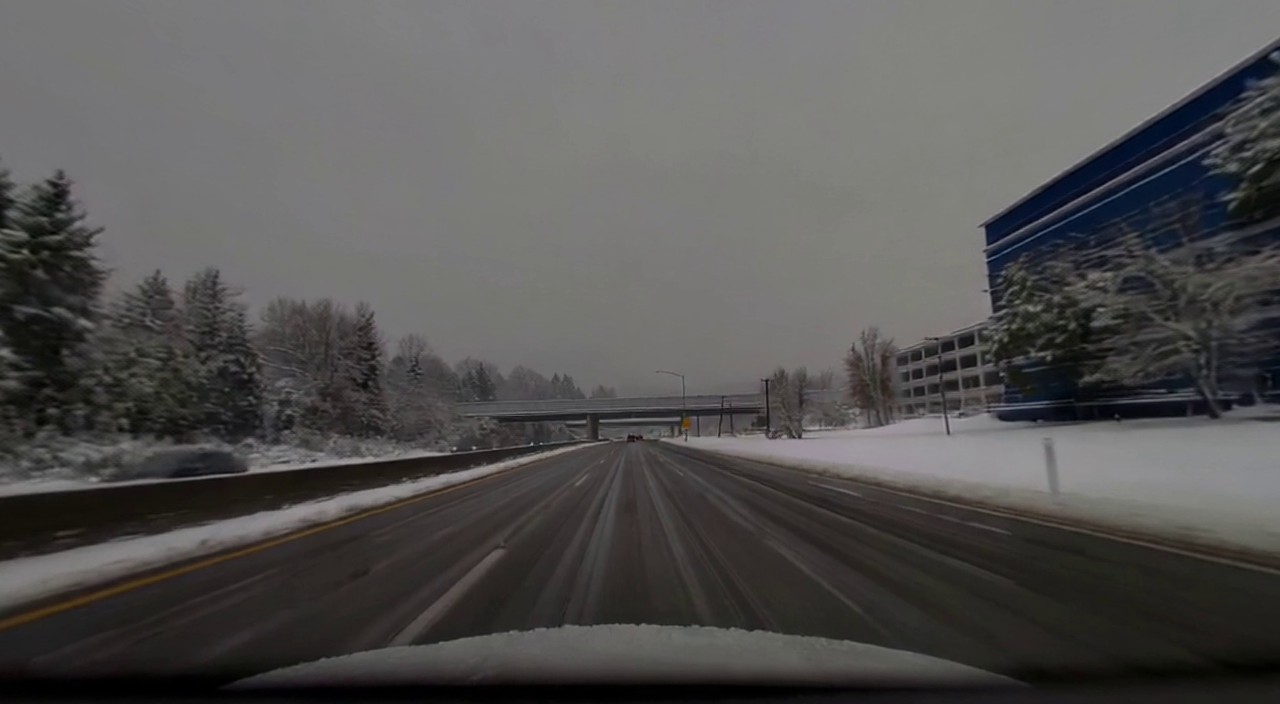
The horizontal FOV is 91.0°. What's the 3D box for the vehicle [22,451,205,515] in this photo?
[{"bbox_3d":[-14.949,3.689,18.212,1.929,1.462,3.936,-3,-8,-1],"label":"vehicle"}]
